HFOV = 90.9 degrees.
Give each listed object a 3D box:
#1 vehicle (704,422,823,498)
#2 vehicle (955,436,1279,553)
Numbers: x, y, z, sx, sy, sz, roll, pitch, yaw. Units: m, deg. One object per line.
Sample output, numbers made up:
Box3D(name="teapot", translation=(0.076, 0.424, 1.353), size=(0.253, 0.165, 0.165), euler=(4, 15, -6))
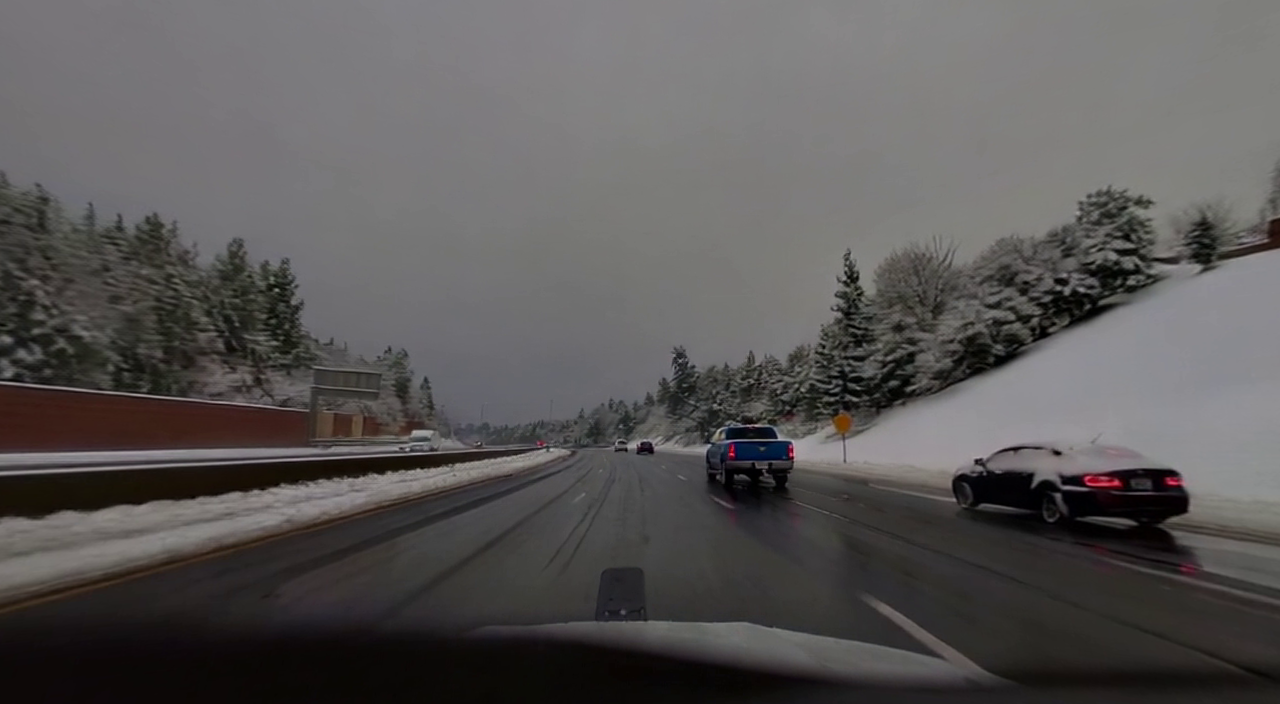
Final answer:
Box3D(name="vehicle", translation=(3.526, 3.235, 19.310), size=(2.374, 1.952, 5.431), euler=(0, -8, -2))
Box3D(name="vehicle", translation=(7.599, 2.195, 10.635), size=(1.976, 1.485, 4.925), euler=(0, -8, -1))
